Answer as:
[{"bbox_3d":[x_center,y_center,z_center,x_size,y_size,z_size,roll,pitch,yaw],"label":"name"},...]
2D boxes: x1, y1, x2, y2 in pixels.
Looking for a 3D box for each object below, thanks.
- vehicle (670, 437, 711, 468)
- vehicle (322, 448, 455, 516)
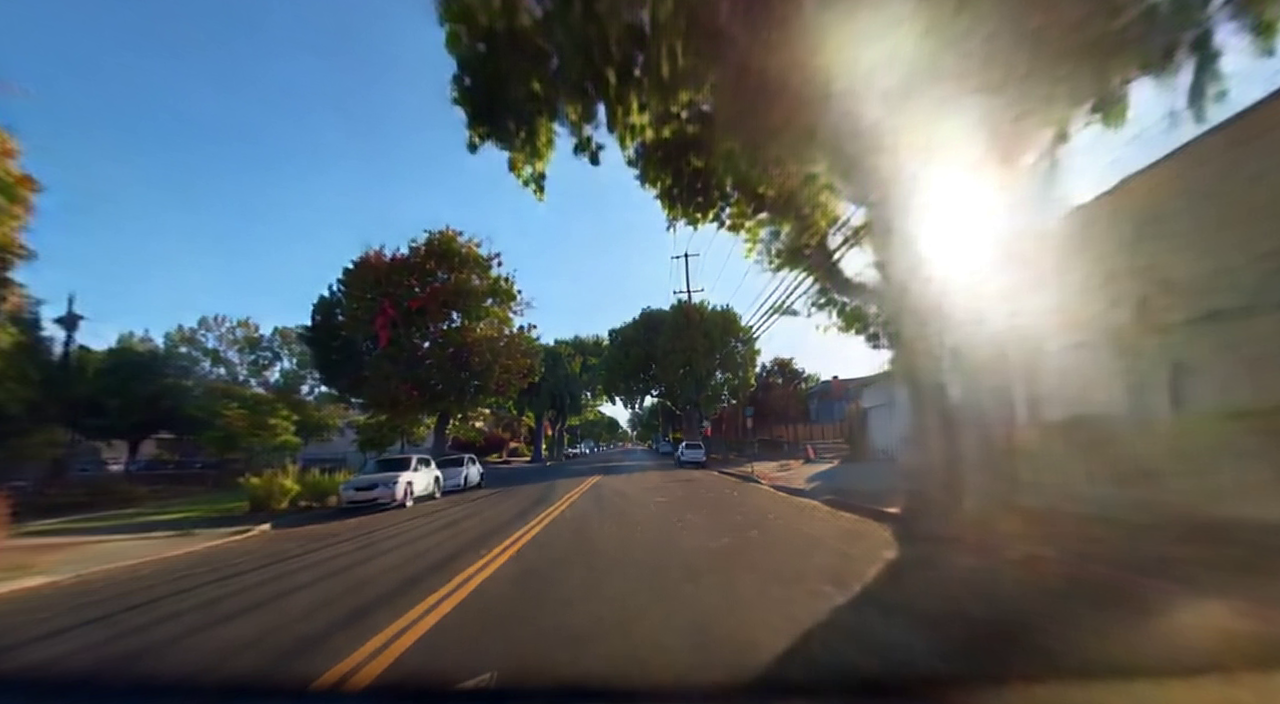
[{"bbox_3d":[3.103,6.341,40.116,2.138,1.820,5.218,0,-8,0],"label":"vehicle"},{"bbox_3d":[-6.669,3.452,17.314,1.887,1.460,4.444,-4,-8,-1],"label":"vehicle"}]
